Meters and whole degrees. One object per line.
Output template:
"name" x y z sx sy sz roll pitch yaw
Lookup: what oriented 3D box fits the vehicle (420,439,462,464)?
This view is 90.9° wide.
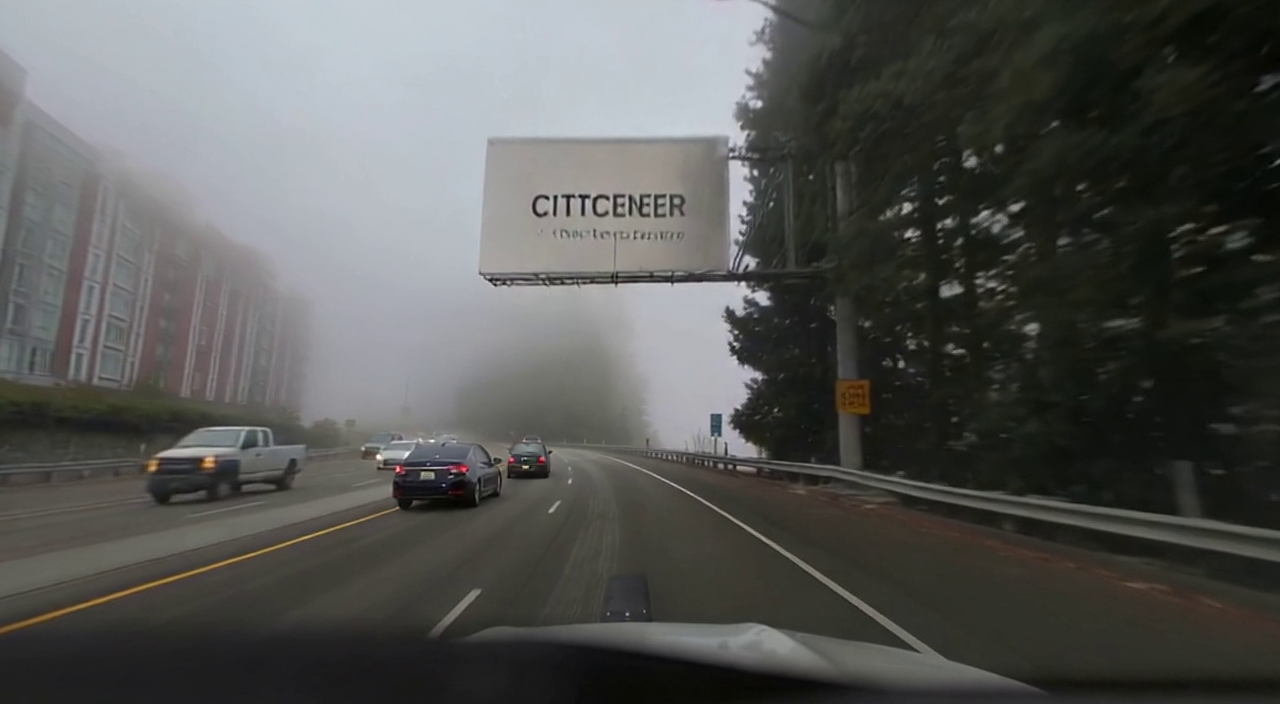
"vehicle" -14.087 7.069 44.885 2.028 1.675 4.870 1 -9 -9

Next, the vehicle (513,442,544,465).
"vehicle" -7.680 7.048 43.738 1.885 1.469 4.211 1 -9 -8

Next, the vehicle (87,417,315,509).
"vehicle" -10.365 2.677 15.601 2.151 1.871 5.177 0 -9 -4

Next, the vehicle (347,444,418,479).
"vehicle" -11.733 4.991 29.017 1.902 1.468 4.103 0 -9 -6
